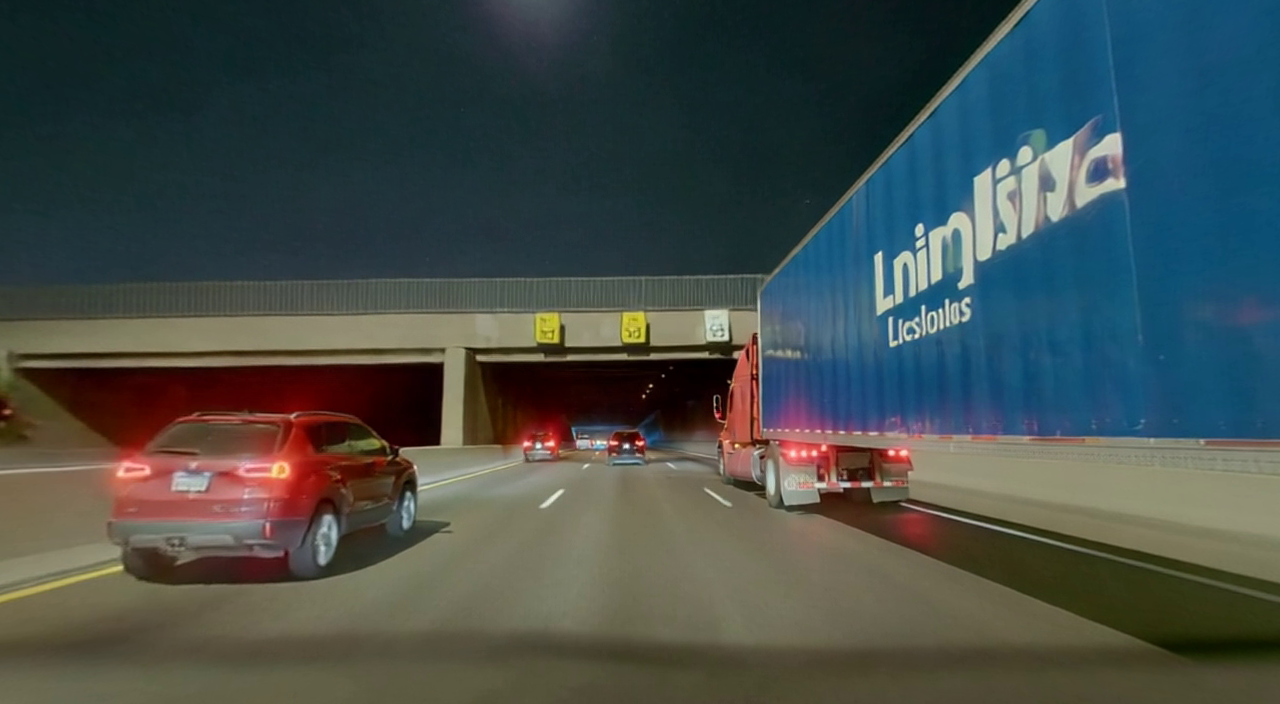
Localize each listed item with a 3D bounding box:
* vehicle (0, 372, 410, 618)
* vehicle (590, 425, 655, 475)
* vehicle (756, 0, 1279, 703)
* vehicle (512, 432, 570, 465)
[{"bbox_3d":[-3.595,1.182,5.892,1.826,1.695,2.870,0,-8,-1],"label":"vehicle"},{"bbox_3d":[-0.610,3.425,22.231,2.094,1.600,3.666,0,-8,-1],"label":"vehicle"},{"bbox_3d":[3.960,0.005,5.717,2.842,4.108,14.081,0,-8,-1],"label":"vehicle"},{"bbox_3d":[-4.516,4.464,29.395,2.019,1.435,4.317,0,-8,-1],"label":"vehicle"}]
